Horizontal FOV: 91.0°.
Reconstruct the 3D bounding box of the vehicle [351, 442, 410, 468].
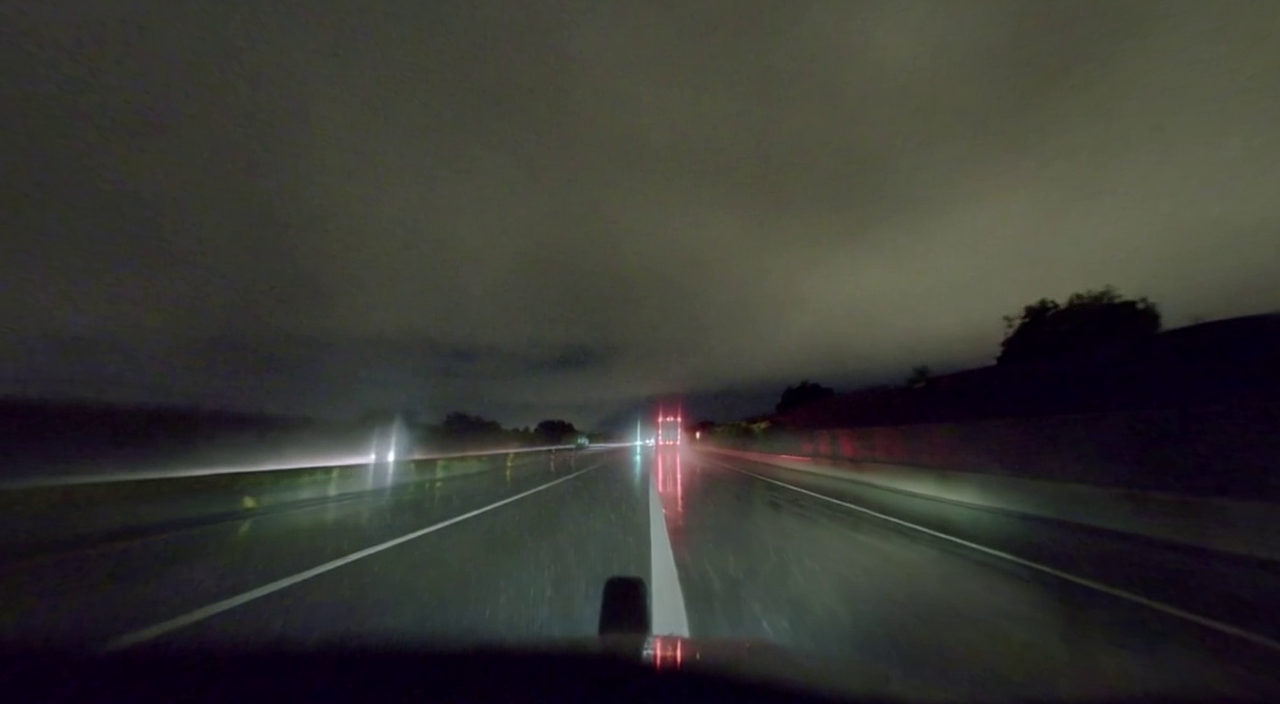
[{"bbox_3d":[-20.002,7.961,48.761,2.108,1.860,5.247,0,-8,2],"label":"vehicle"}]
